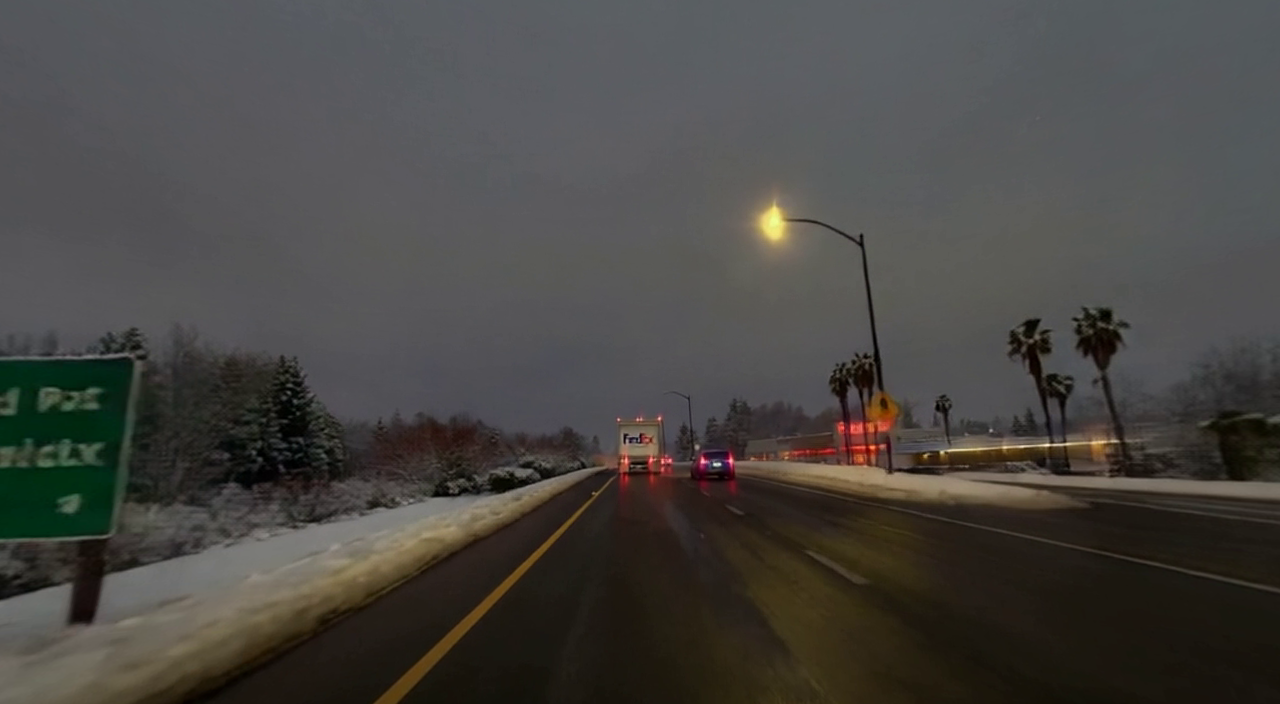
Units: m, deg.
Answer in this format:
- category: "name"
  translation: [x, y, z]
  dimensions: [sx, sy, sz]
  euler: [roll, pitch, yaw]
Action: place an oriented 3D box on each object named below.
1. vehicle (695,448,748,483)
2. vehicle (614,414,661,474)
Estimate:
- category: "vehicle"
  translation: [3.912, 5.557, 31.087]
  dimensions: [1.966, 1.558, 4.238]
  euler: [0, -9, -1]
- category: "vehicle"
  translation: [-0.244, 7.262, 49.366]
  dimensions: [3.243, 4.134, 11.656]
  euler: [0, -9, 0]
